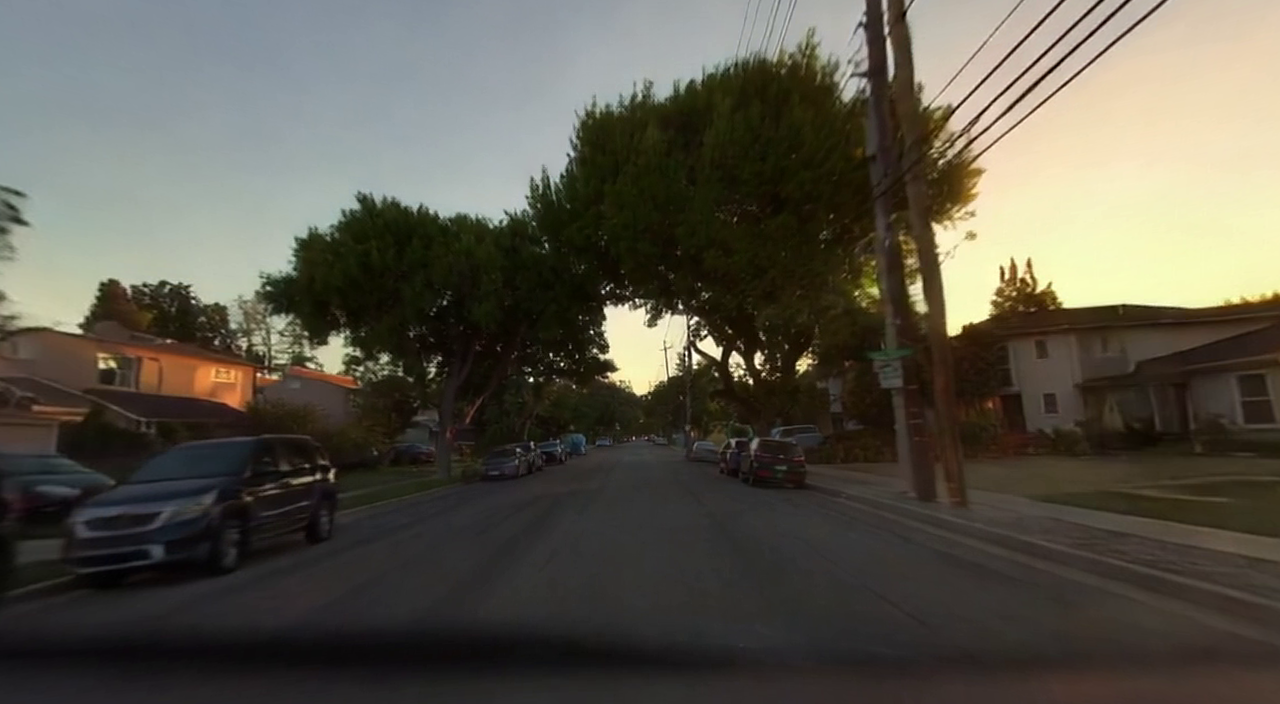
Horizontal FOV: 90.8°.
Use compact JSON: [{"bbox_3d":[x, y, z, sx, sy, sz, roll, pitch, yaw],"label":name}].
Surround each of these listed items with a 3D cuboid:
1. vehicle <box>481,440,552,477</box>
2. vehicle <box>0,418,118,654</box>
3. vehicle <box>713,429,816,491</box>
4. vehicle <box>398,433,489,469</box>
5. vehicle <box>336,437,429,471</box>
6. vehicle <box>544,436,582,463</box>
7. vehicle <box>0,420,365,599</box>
[{"bbox_3d":[-5.731,5.021,29.904,2.199,1.439,4.757,-4,-9,2],"label":"vehicle"},{"bbox_3d":[-5.812,1.239,3.733,2.035,1.736,3.955,-2,-10,0],"label":"vehicle"},{"bbox_3d":[3.736,3.318,19.878,2.247,1.618,4.655,2,-8,0],"label":"vehicle"},{"bbox_3d":[-12.635,6.434,40.903,5.096,2.213,2.354,1,-10,-3],"label":"vehicle"},{"bbox_3d":[-15.727,6.210,38.677,4.747,1.899,2.181,-1,-7,13],"label":"vehicle"},{"bbox_3d":[-5.657,7.238,46.806,2.118,1.753,4.377,-4,-9,1],"label":"vehicle"},{"bbox_3d":[-5.852,1.993,8.936,1.989,1.756,4.378,-4,-8,0],"label":"vehicle"}]
